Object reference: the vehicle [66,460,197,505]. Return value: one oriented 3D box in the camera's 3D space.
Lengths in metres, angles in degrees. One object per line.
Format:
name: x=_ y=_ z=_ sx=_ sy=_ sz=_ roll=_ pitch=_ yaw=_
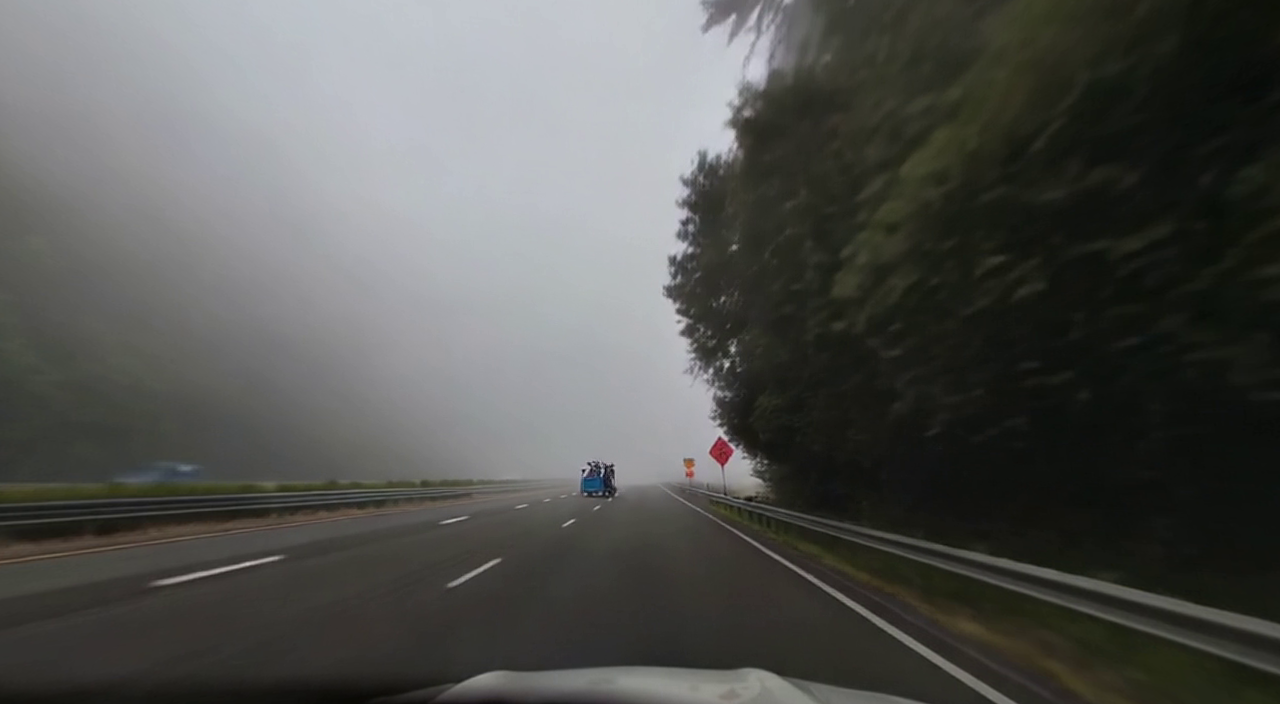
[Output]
vehicle: x=-20.720 y=5.319 z=25.876 sx=1.733 sy=1.646 sz=4.204 roll=0 pitch=-11 yaw=1
